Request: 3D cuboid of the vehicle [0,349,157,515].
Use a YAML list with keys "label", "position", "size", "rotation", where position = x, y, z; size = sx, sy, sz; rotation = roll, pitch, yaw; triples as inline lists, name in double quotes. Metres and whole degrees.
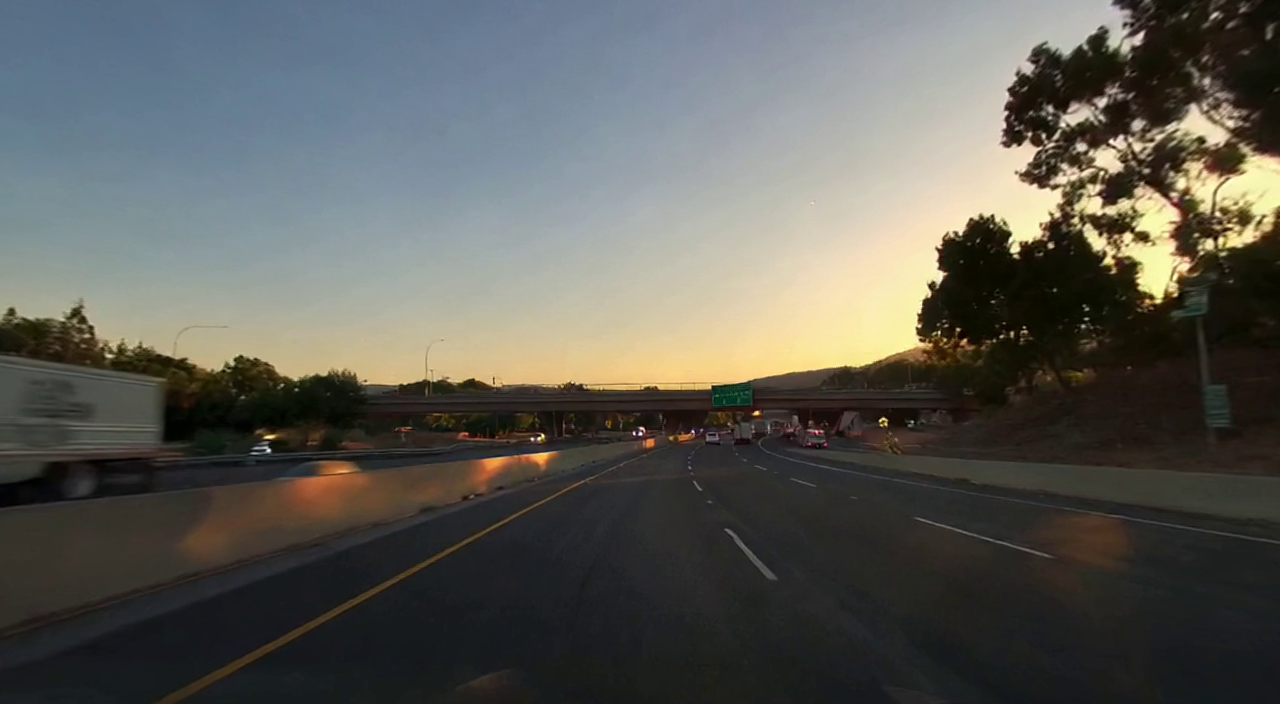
- label: "vehicle"
  position: [-17.986, 1.534, 12.695]
  size: [2.888, 4.191, 16.532]
  rotation: [-1, -9, 2]
